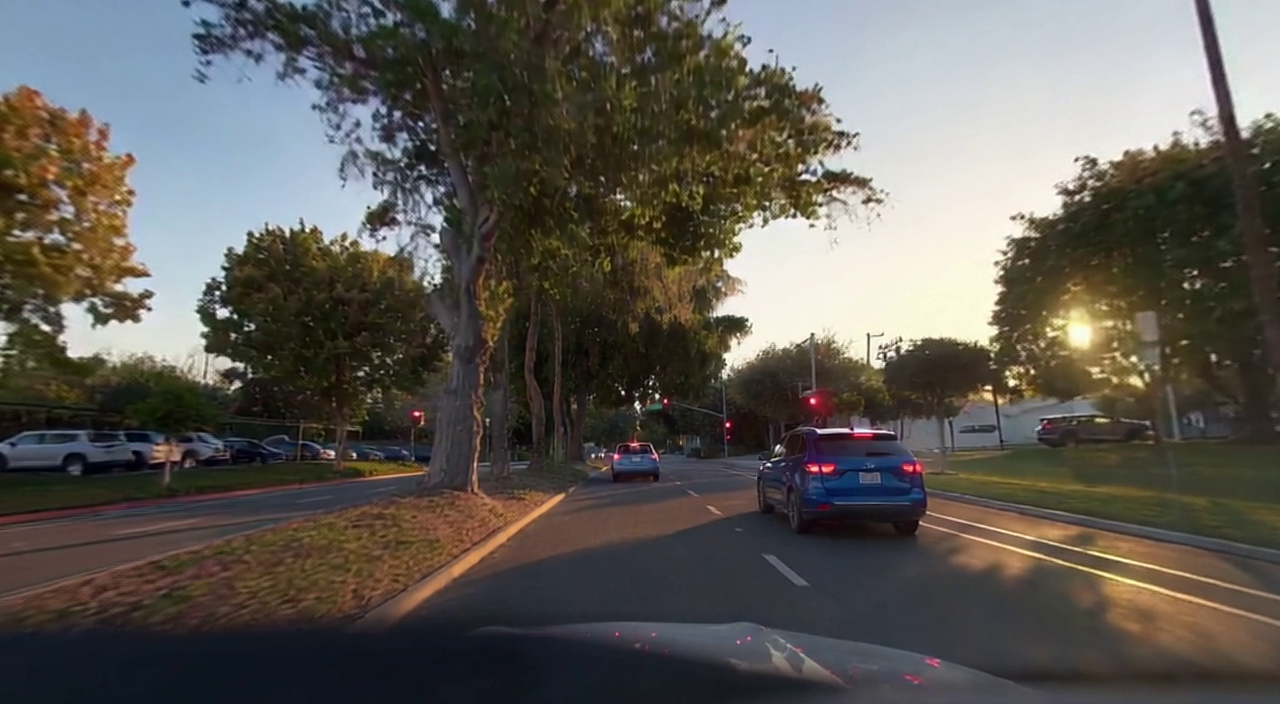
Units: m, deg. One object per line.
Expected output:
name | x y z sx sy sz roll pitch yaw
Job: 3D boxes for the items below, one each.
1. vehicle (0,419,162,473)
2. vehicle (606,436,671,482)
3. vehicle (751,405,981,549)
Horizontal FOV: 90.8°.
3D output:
vehicle | -23.896 3.939 26.230 5.937 1.952 2.684 -2 -9 2
vehicle | -0.069 3.954 23.587 2.177 1.512 4.682 0 -9 0
vehicle | 3.190 1.879 10.074 2.046 1.768 4.370 0 -9 0
